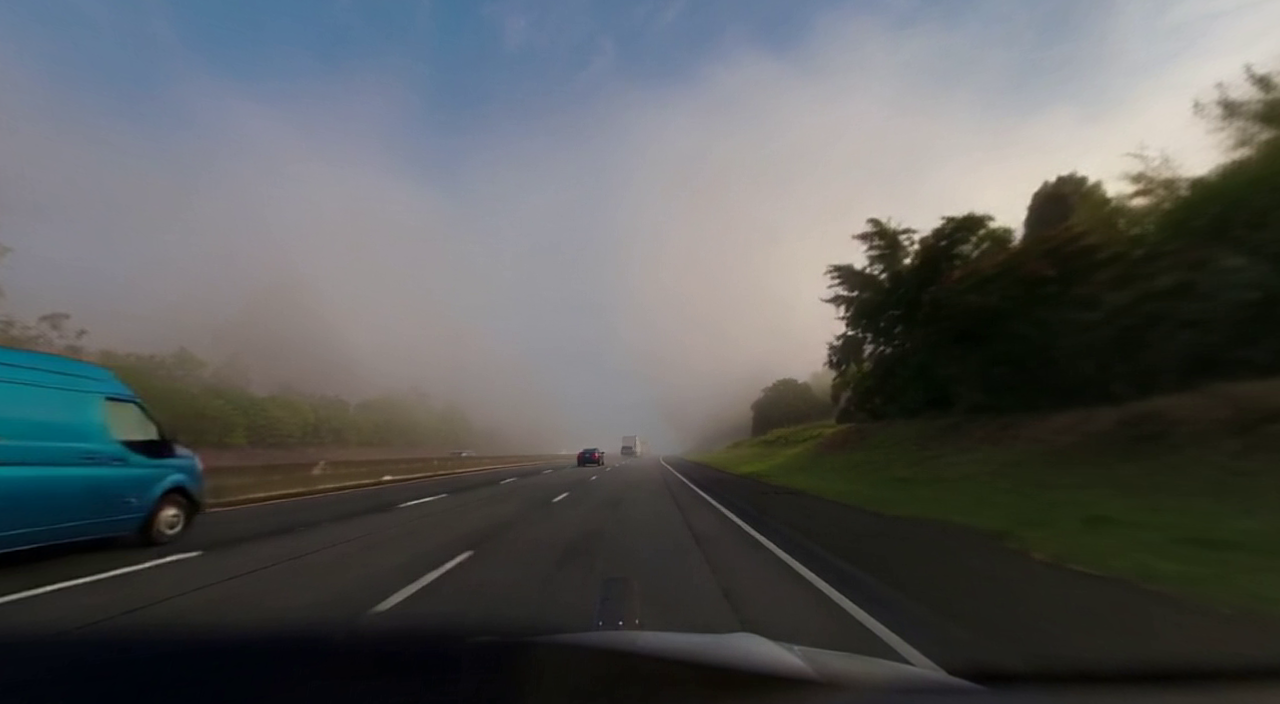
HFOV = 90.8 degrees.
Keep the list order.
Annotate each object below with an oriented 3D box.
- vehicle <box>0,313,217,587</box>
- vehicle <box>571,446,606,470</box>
[{"bbox_3d":[-7.061,0.855,5.490,2.449,2.471,6.130,0,-9,0],"label":"vehicle"},{"bbox_3d":[-3.284,6.901,41.044,1.858,1.459,4.091,0,-9,1],"label":"vehicle"}]
